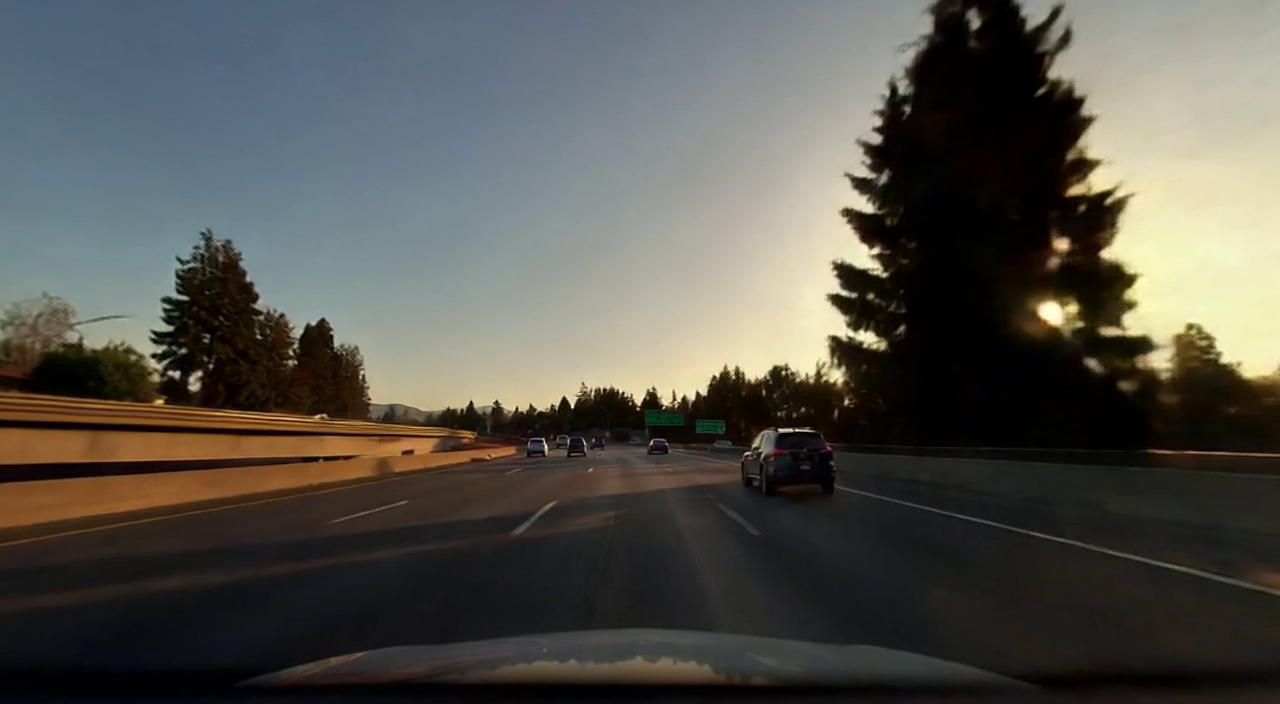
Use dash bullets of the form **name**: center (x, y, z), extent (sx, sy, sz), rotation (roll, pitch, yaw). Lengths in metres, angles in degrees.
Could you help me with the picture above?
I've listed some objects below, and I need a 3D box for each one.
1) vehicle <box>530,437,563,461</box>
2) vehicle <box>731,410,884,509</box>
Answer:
- **vehicle**: center (-6.623, 6.903, 45.013), extent (2.064, 1.645, 4.286), rotation (0, -8, -5)
- **vehicle**: center (3.395, 2.297, 13.798), extent (2.043, 1.795, 4.347), rotation (0, -8, -1)
